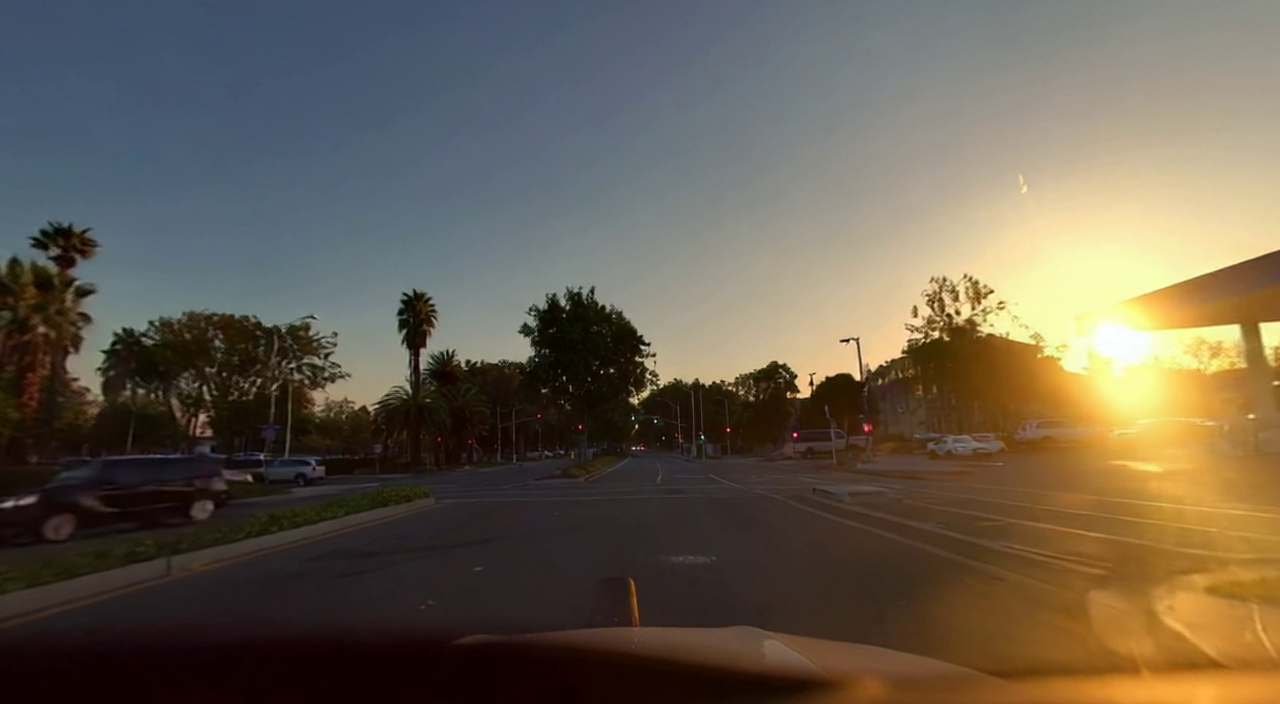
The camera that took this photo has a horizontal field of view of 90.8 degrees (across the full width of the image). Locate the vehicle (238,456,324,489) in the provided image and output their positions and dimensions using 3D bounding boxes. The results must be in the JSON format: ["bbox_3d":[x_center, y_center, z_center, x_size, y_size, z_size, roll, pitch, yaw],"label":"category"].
[{"bbox_3d":[-25.865,8.657,45.640,5.056,1.839,1.957,-4,-6,-2],"label":"vehicle"}]

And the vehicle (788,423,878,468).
[{"bbox_3d":[13.299,6.647,44.693,2.944,2.783,10.332,0,-9,-1],"label":"vehicle"}]

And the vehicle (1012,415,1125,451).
[{"bbox_3d":[28.928,5.519,42.806,5.625,2.303,2.592,0,-9,2],"label":"vehicle"}]

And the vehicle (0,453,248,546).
[{"bbox_3d":[-11.022,2.888,13.183,1.920,1.496,4.763,-2,-9,14],"label":"vehicle"}]

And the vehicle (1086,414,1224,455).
[{"bbox_3d":[30.197,4.890,37.195,6.052,2.171,2.511,-1,-9,-5],"label":"vehicle"}]

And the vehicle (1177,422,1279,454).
[{"bbox_3d":[30.372,4.388,32.129,4.286,1.519,2.070,-1,-9,-4],"label":"vehicle"}]

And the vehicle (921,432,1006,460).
[{"bbox_3d":[21.628,6.302,42.322,4.578,1.756,2.042,1,-9,-5],"label":"vehicle"}]
